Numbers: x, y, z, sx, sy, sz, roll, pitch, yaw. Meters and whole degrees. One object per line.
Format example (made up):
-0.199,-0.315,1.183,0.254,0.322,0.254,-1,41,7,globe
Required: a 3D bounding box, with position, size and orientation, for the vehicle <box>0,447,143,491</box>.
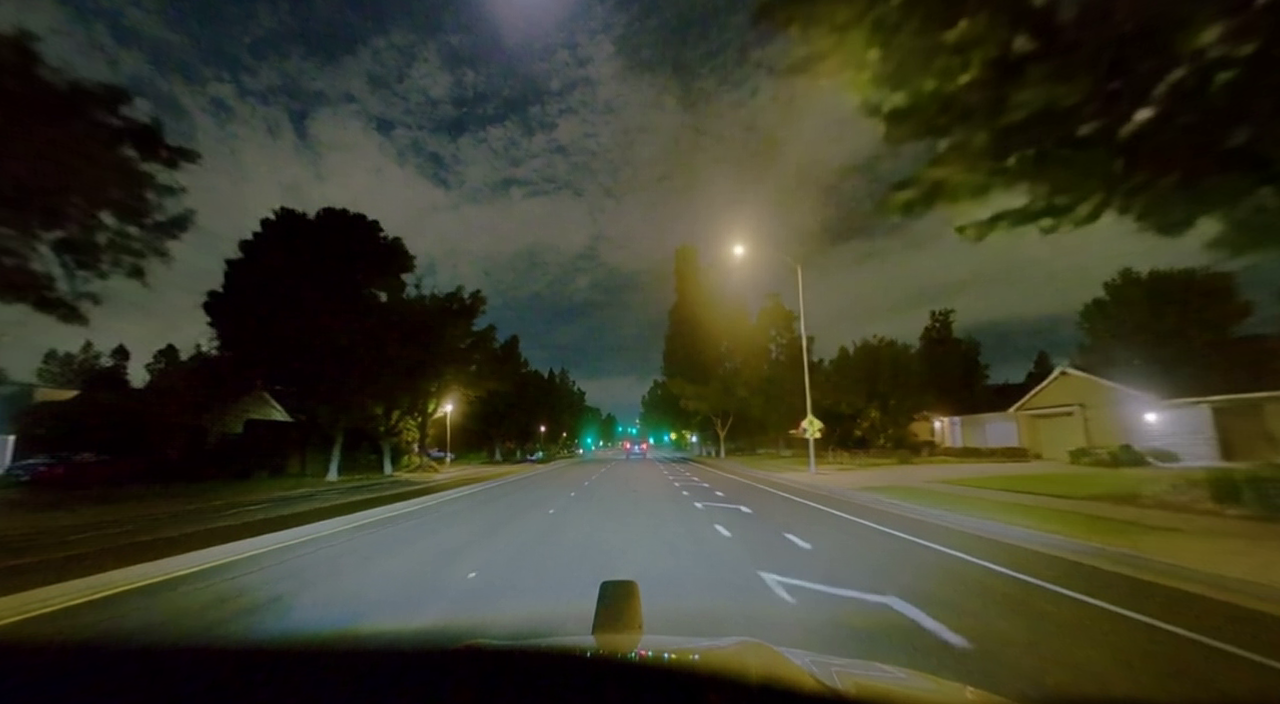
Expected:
-24.820,5.044,27.309,4.605,1.682,2.105,-1,-8,-2,vehicle
